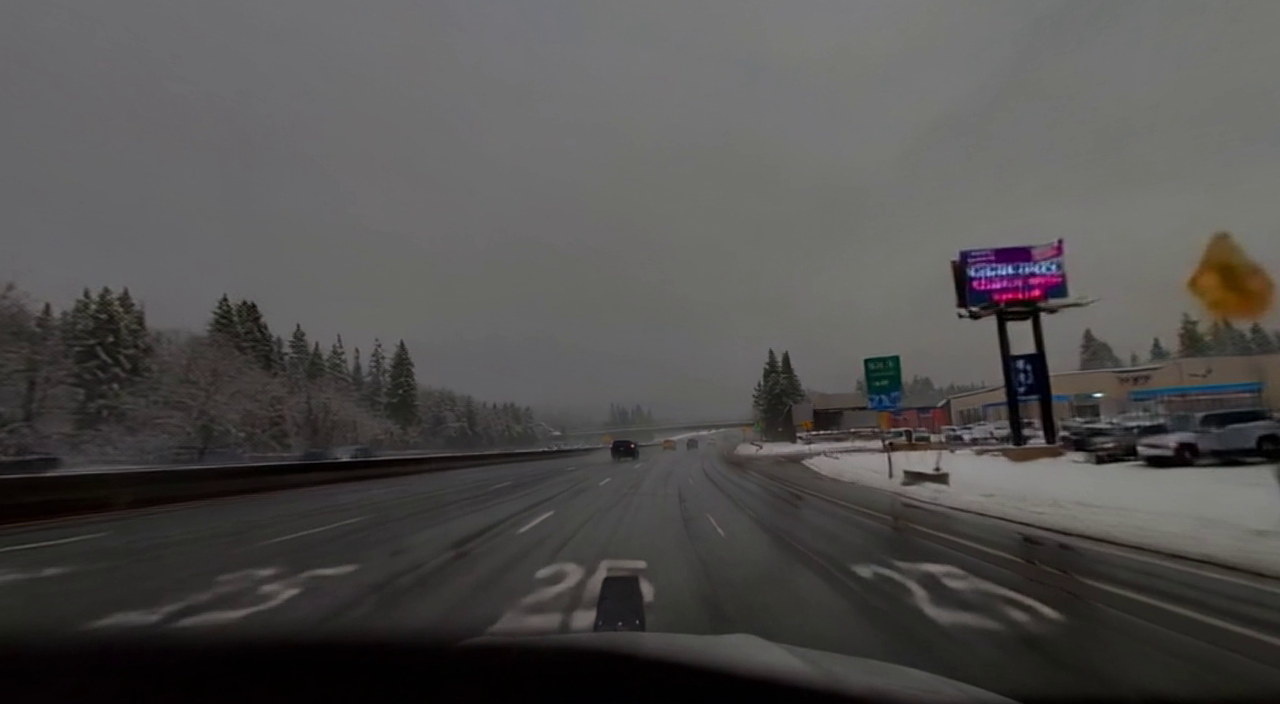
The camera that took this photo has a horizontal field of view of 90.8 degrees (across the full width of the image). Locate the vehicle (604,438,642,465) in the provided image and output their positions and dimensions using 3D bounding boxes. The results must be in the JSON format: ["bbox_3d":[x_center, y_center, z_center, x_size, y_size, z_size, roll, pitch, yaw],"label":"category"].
[{"bbox_3d":[-1.129,7.048,44.813,2.139,1.782,4.079,-1,-9,6],"label":"vehicle"}]

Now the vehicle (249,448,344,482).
[{"bbox_3d":[-17.371,5.702,32.245,1.987,1.603,4.577,-1,-9,4],"label":"vehicle"}]

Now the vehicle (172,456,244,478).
[{"bbox_3d":[-30.325,8.068,44.540,1.809,1.451,4.370,-1,-9,4],"label":"vehicle"}]

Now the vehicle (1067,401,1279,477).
[{"bbox_3d":[17.619,2.869,20.488,5.837,2.109,2.476,-7,-11,28],"label":"vehicle"}]
